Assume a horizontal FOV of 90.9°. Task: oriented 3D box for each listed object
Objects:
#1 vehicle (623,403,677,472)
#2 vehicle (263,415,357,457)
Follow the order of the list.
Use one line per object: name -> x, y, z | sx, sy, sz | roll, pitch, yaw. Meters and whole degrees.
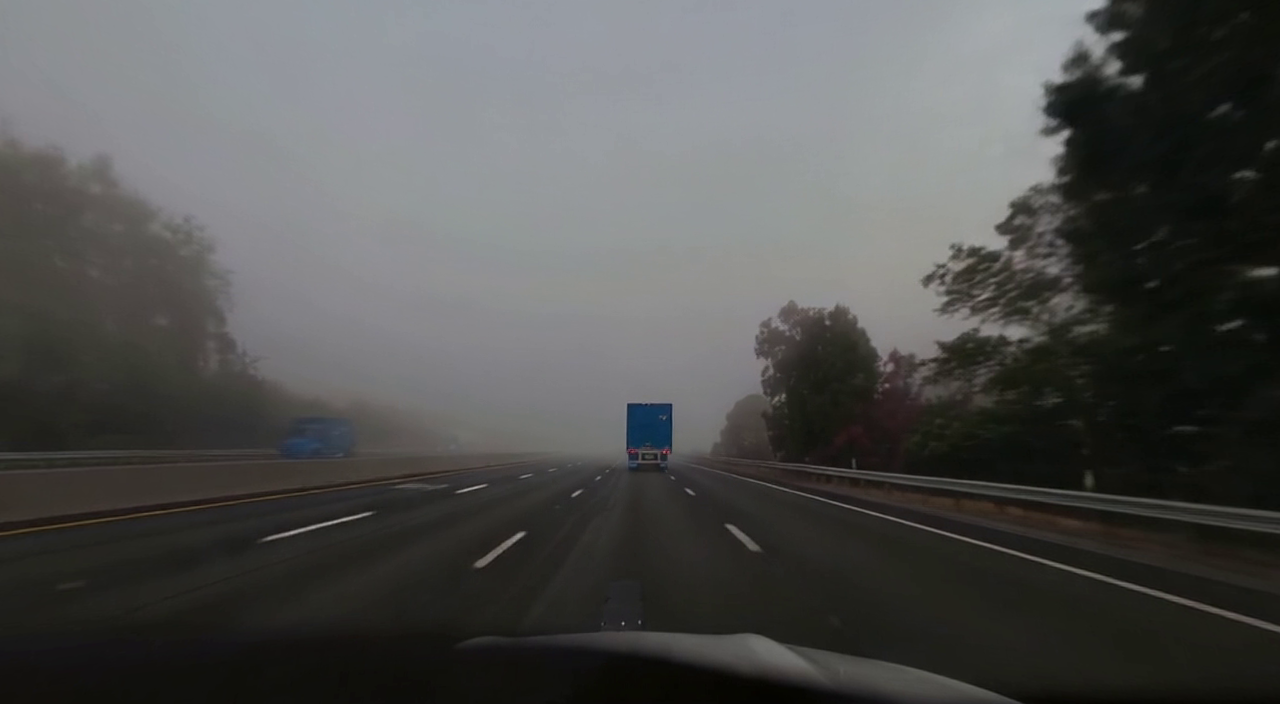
vehicle -> 0.430, 5.820, 42.222 | 3.055, 4.009, 10.972 | 0, -9, -2
vehicle -> -19.998, 5.232, 38.558 | 2.270, 2.351, 5.551 | -1, -10, 5
